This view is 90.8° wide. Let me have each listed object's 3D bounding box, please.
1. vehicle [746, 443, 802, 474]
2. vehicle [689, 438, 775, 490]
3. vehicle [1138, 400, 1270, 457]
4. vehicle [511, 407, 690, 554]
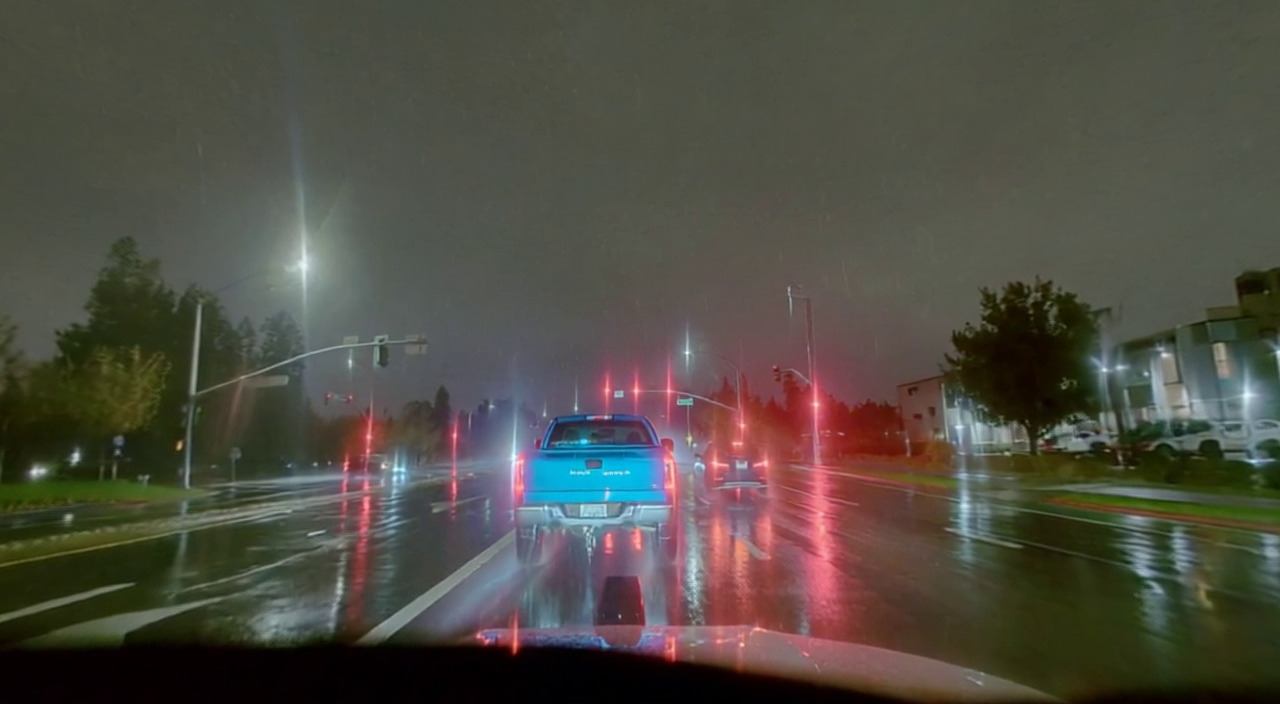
[{"bbox_3d":[6.961,5.543,33.126,1.995,1.528,3.887,0,-8,-1],"label":"vehicle"},{"bbox_3d":[2.853,3.604,20.680,2.073,1.484,4.437,0,-8,-1],"label":"vehicle"},{"bbox_3d":[30.529,4.227,34.390,2.892,2.881,4.178,2,-9,-15],"label":"vehicle"},{"bbox_3d":[-0.470,1.898,10.041,2.145,1.762,4.731,0,-8,0],"label":"vehicle"}]
